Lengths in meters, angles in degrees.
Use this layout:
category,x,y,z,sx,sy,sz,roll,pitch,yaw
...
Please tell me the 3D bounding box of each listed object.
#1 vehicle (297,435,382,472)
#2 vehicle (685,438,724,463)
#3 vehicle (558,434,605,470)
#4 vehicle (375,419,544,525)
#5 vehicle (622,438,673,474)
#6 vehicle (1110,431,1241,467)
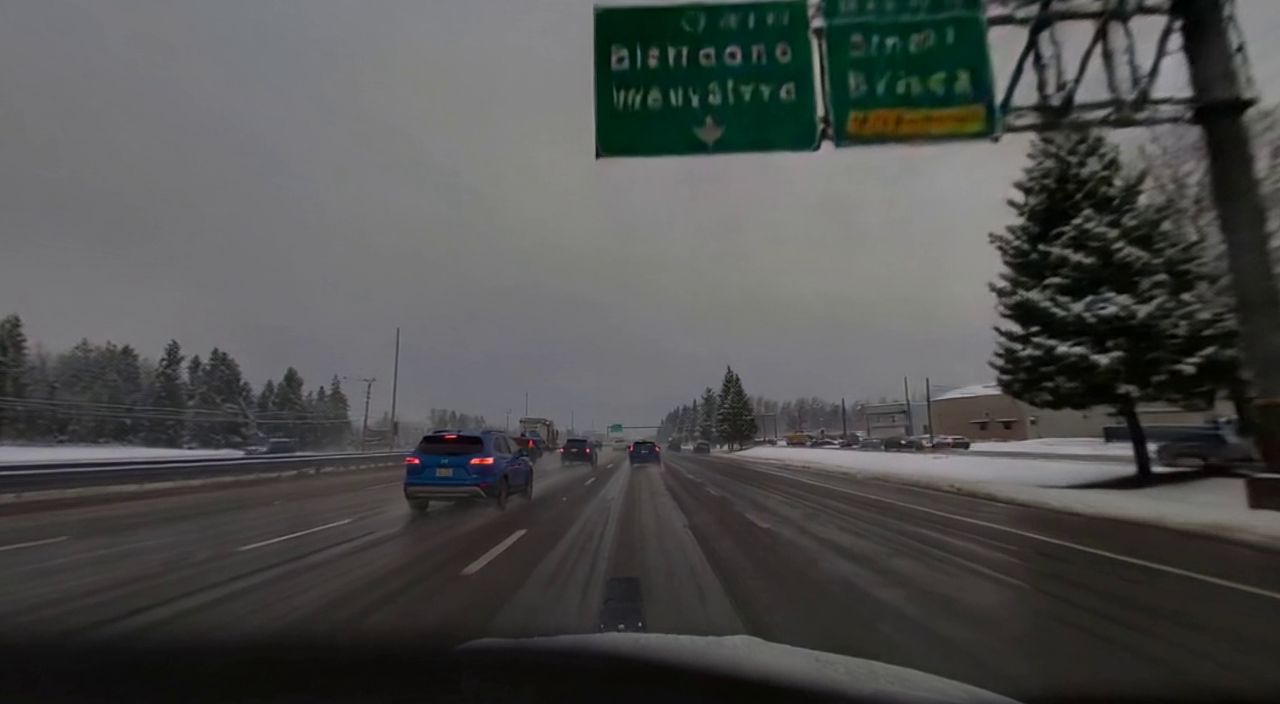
category,x,y,z,sx,sy,sz,roll,pitch,yaw
vehicle,-15.033,5.116,31.896,2.011,1.708,4.556,0,-8,1
vehicle,4.087,6.372,40.805,1.980,1.492,4.442,0,-8,-1
vehicle,-2.954,5.173,32.908,2.007,1.730,4.412,0,-8,0
vehicle,-3.264,2.275,12.494,1.961,1.687,4.453,0,-8,1
vehicle,0.311,4.573,27.975,2.090,1.474,3.970,0,-8,0
vehicle,23.086,4.205,27.459,1.809,1.431,4.430,0,-8,0
